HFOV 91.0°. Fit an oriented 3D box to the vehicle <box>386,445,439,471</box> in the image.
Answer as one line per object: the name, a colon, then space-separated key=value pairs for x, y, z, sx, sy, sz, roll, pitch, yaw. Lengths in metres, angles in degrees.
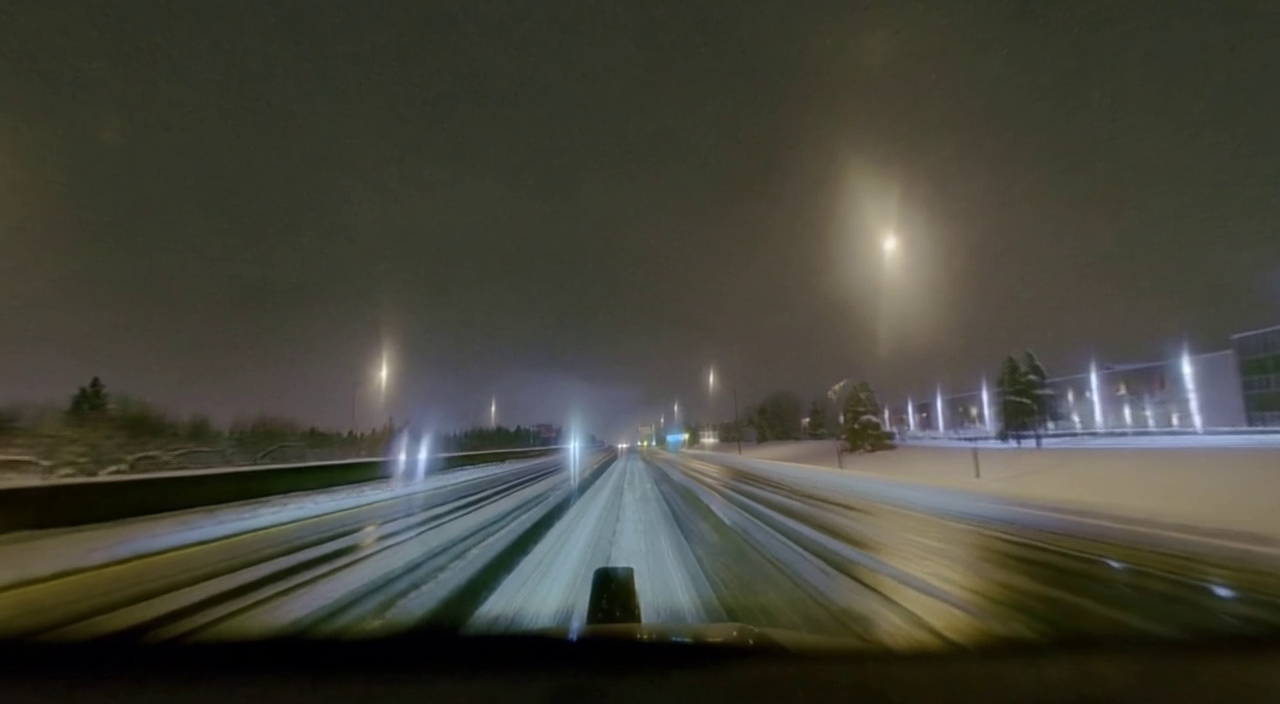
vehicle: x=-14.948 y=6.957 z=41.520 sx=1.869 sy=1.533 sz=4.317 roll=0 pitch=-8 yaw=0
